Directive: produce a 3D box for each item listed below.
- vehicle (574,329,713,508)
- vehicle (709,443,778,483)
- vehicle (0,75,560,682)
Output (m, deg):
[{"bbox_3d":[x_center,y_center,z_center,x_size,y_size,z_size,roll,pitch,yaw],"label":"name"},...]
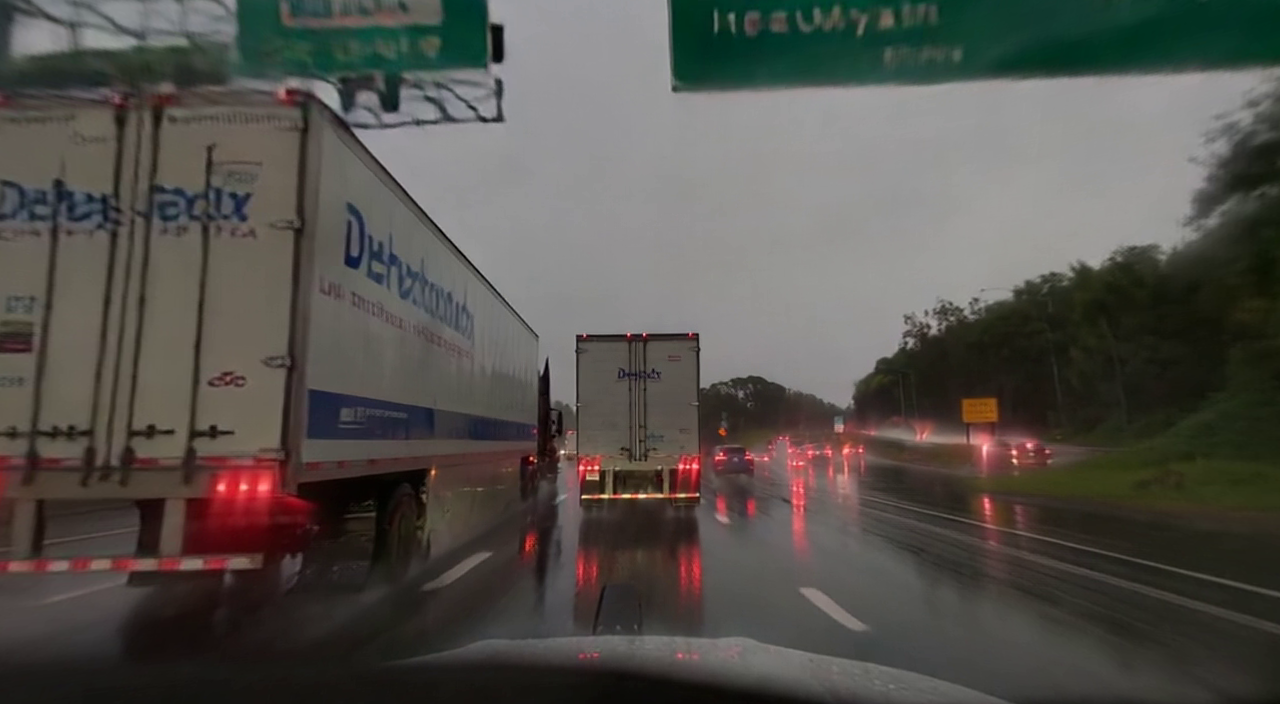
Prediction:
[{"bbox_3d":[0.029,2.125,18.416,2.910,3.828,9.805,0,-9,0],"label":"vehicle"},{"bbox_3d":[4.094,4.467,25.682,2.010,1.446,4.579,0,-9,0],"label":"vehicle"},{"bbox_3d":[-3.979,1.225,12.149,2.873,4.107,15.970,0,-9,0],"label":"vehicle"}]
